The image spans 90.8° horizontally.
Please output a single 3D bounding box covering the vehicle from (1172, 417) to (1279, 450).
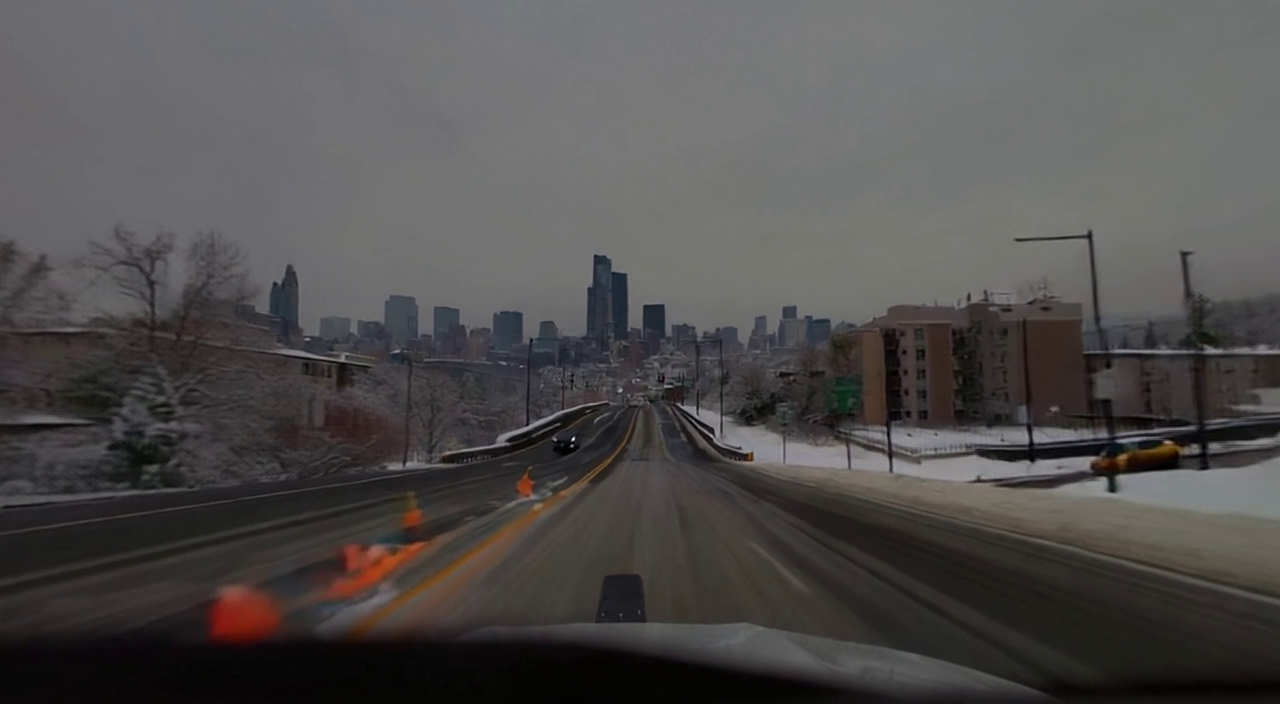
[{"bbox_3d":[33.382,4.654,35.979,4.348,1.783,2.038,1,-8,-3],"label":"vehicle"}]

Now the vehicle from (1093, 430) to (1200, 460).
[{"bbox_3d":[28.663,5.265,35.871,4.400,1.614,1.916,0,-8,-1],"label":"vehicle"}]
